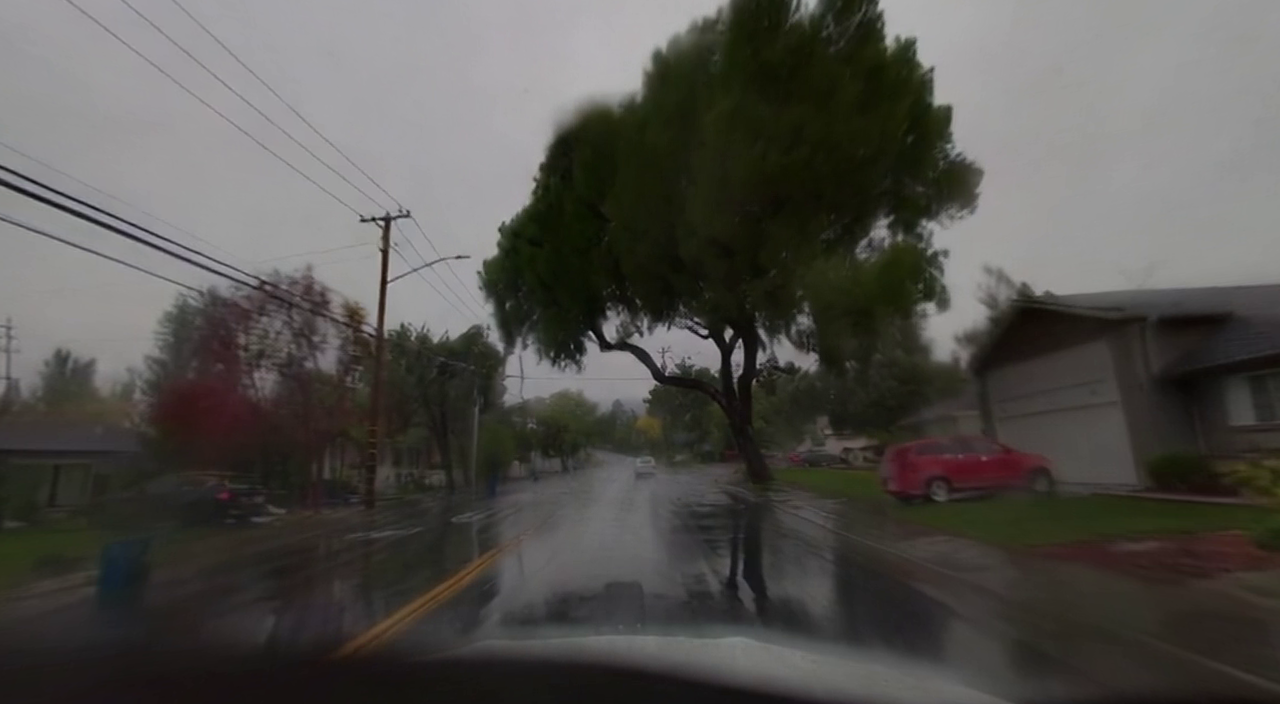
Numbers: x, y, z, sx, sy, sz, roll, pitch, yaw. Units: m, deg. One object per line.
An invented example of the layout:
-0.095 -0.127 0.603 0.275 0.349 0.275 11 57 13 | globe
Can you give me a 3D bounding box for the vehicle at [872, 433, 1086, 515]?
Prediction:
7.727 2.782 14.698 3.846 1.725 1.920 0 -9 -3 | vehicle
